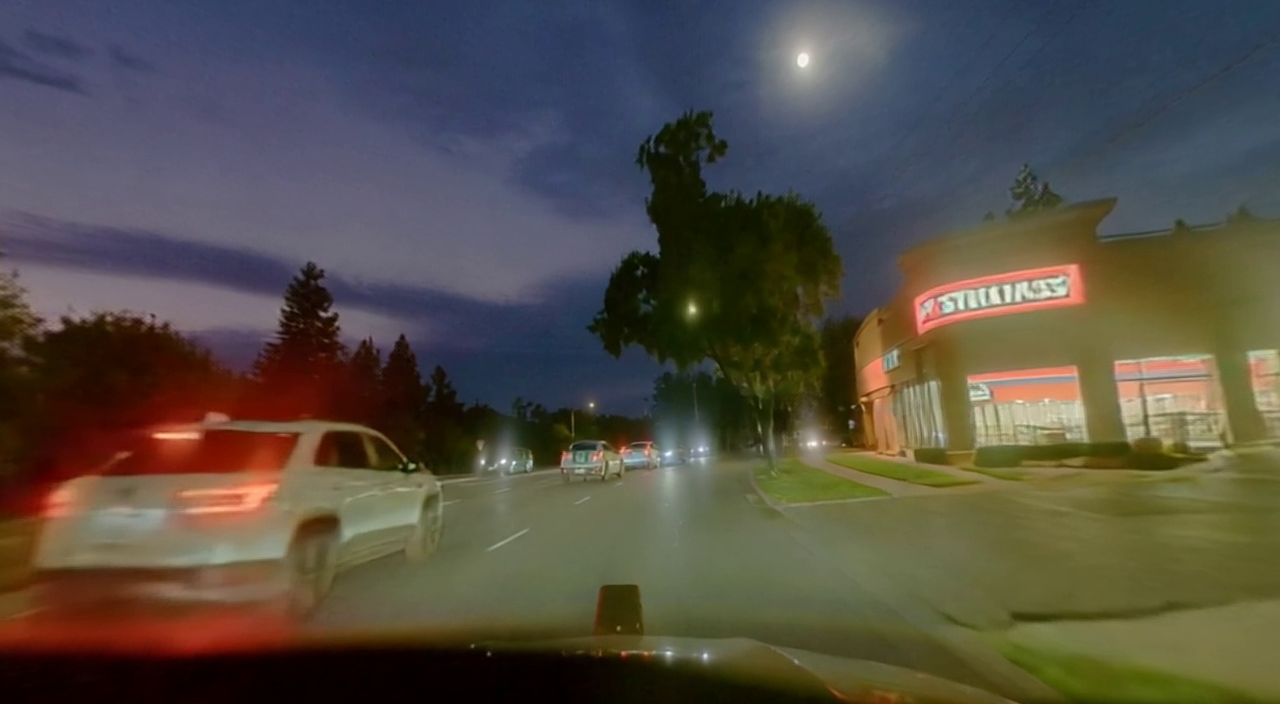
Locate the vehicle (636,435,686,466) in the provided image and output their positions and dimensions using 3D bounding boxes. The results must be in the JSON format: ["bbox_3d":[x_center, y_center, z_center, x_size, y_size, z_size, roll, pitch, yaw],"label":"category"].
[{"bbox_3d":[1.384,6.214,39.946,2.167,1.832,4.679,-2,-9,15],"label":"vehicle"}]

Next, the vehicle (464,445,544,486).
[{"bbox_3d":[-5.575,4.683,26.500,1.974,1.558,3.949,-1,-9,8],"label":"vehicle"}]

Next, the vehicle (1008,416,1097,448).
[{"bbox_3d":[24.569,4.814,37.606,4.982,1.789,2.303,5,-10,-30],"label":"vehicle"}]

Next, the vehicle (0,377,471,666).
[{"bbox_3d":[-3.559,1.446,6.462,2.168,1.783,4.695,-3,-9,3],"label":"vehicle"}]

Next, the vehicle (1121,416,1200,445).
[{"bbox_3d":[27.743,4.245,33.672,4.106,1.450,1.901,5,-10,-32],"label":"vehicle"}]

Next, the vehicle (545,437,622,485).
[{"bbox_3d":[-2.094,4.221,24.779,2.002,1.664,4.113,-2,-9,10],"label":"vehicle"}]
